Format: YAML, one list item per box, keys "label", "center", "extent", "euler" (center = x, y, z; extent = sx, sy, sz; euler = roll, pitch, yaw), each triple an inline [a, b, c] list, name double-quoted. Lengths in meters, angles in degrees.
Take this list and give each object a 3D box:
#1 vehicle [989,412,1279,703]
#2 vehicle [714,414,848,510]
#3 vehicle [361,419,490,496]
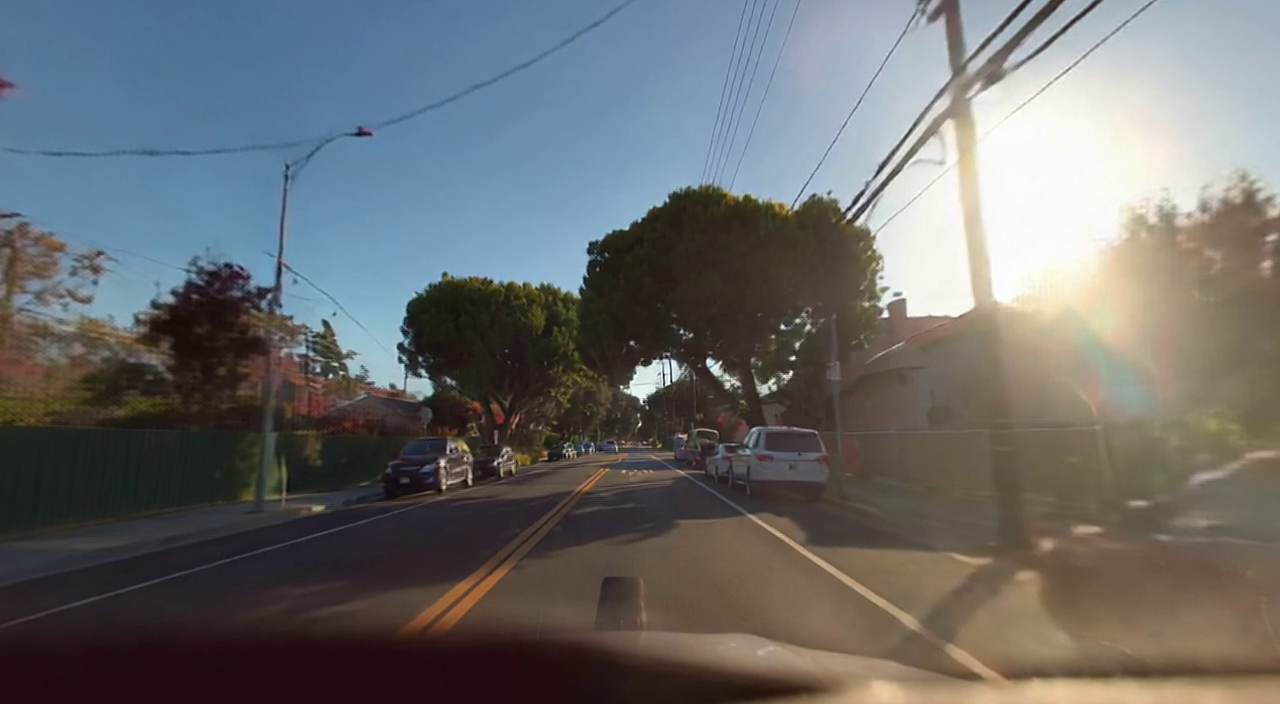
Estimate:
- label: "vehicle"
  center: [3.559, 0.948, 2.244]
  extent: [1.862, 1.492, 4.800]
  euler: [0, -9, 0]
- label: "vehicle"
  center: [3.312, 2.736, 16.167]
  extent: [2.053, 2.005, 5.495]
  euler: [0, -8, -1]
- label: "vehicle"
  center: [-6.663, 3.349, 20.415]
  extent: [2.268, 2.154, 5.321]
  euler: [0, -8, 0]
